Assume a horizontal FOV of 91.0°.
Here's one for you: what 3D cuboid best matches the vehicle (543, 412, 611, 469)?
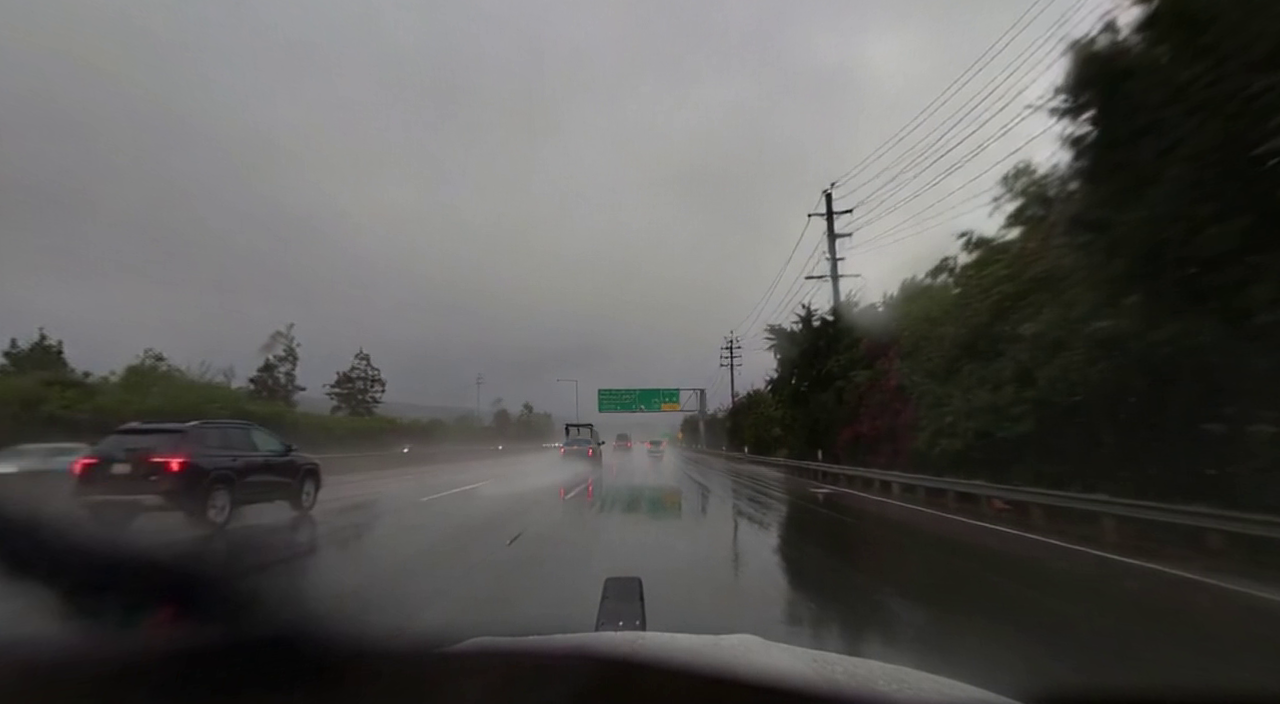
[{"bbox_3d":[-3.444,5.253,37.176,2.915,2.885,9.394,0,-9,1],"label":"vehicle"}]

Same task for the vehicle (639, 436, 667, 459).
[{"bbox_3d":[1.043,7.463,49.214,2.038,1.677,4.219,0,-9,2],"label":"vehicle"}]

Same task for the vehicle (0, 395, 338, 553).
[{"bbox_3d":[-7.397,1.865,10.321,2.192,1.893,5.330,0,-9,0],"label":"vehicle"}]
